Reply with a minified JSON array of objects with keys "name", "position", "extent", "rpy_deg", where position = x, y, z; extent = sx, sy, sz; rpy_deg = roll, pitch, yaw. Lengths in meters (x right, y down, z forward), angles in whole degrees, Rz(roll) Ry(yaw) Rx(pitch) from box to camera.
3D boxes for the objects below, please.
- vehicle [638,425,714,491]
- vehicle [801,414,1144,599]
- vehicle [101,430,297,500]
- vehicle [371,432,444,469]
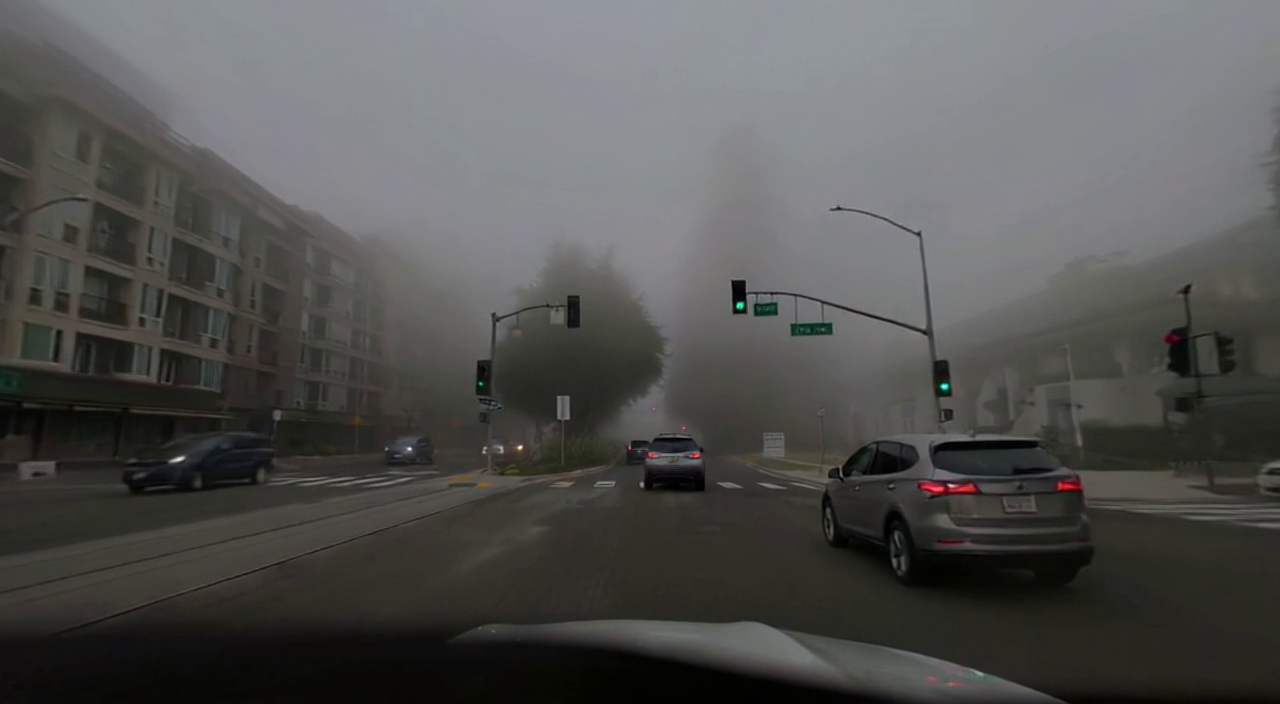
[{"name":"vehicle","position":[1.272,3.481,21.177],"extent":[2.206,1.858,5.332],"rpy_deg":[0,-8,5]},{"name":"vehicle","position":[3.461,1.665,7.695],"extent":[1.906,1.608,4.137],"rpy_deg":[0,-8,0]},{"name":"vehicle","position":[-12.523,3.217,18.538],"extent":[1.964,1.712,5.236],"rpy_deg":[0,-8,0]},{"name":"vehicle","position":[-12.439,5.306,34.171],"extent":[2.076,1.836,4.847],"rpy_deg":[0,-8,0]}]
